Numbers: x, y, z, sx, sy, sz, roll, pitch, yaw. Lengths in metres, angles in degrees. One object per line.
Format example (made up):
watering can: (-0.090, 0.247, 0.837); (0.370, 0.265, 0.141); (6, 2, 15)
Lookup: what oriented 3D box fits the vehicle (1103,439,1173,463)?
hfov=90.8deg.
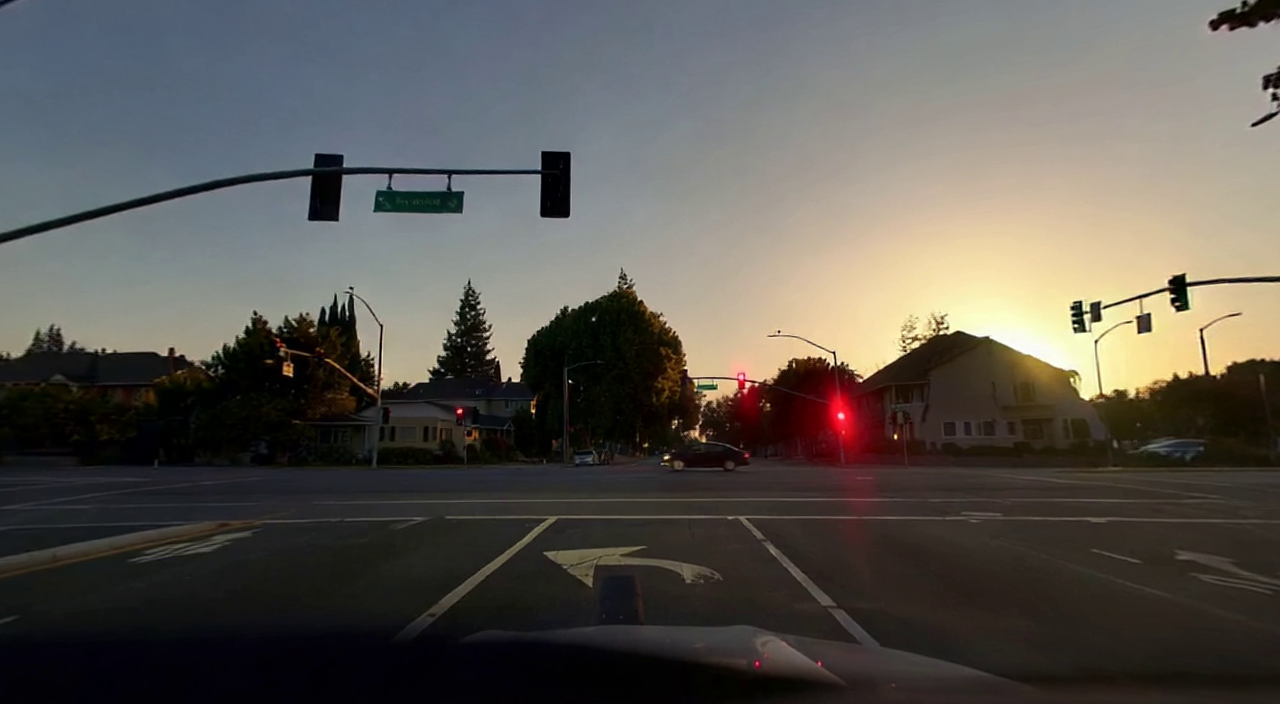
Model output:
vehicle: (38.483, 7.652, 48.991); (1.853, 1.723, 4.460); (0, -9, 2)

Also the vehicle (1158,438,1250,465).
vehicle: (39.099, 6.930, 43.955); (1.915, 1.773, 4.499); (1, -9, -7)

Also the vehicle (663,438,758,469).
vehicle: (3.469, 5.097, 31.726); (4.560, 1.463, 1.858); (-1, -9, 2)
